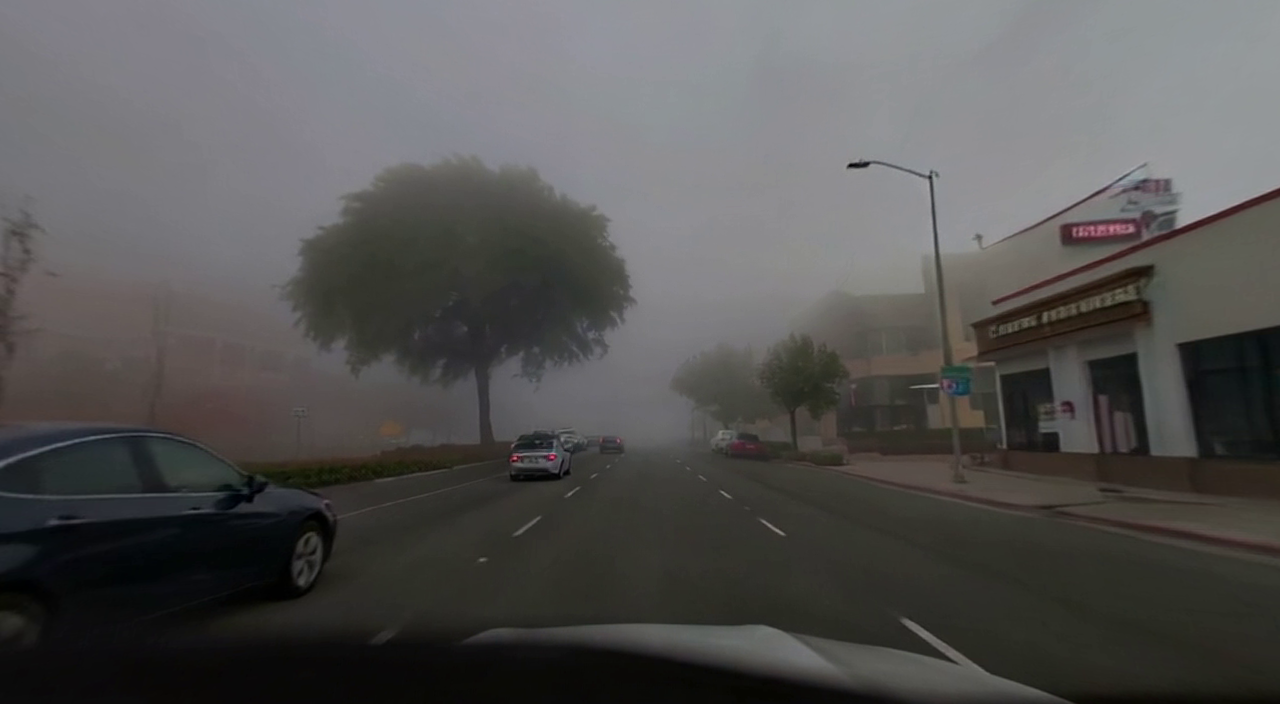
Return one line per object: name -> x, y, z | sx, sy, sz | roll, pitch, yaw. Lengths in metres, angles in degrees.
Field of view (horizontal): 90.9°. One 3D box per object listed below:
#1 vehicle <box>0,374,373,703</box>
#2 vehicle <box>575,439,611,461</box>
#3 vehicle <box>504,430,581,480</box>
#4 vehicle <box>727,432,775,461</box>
vehicle -> -3.538, 1.014, 3.578 | 2.032, 1.511, 4.424 | 0, -9, 1
vehicle -> -3.204, 6.807, 43.855 | 2.044, 1.462, 4.624 | 0, -9, 1
vehicle -> -3.382, 3.680, 22.690 | 2.024, 1.636, 4.121 | 0, -9, 1
vehicle -> 7.761, 6.701, 44.660 | 2.256, 1.936, 5.838 | 0, -9, 0
